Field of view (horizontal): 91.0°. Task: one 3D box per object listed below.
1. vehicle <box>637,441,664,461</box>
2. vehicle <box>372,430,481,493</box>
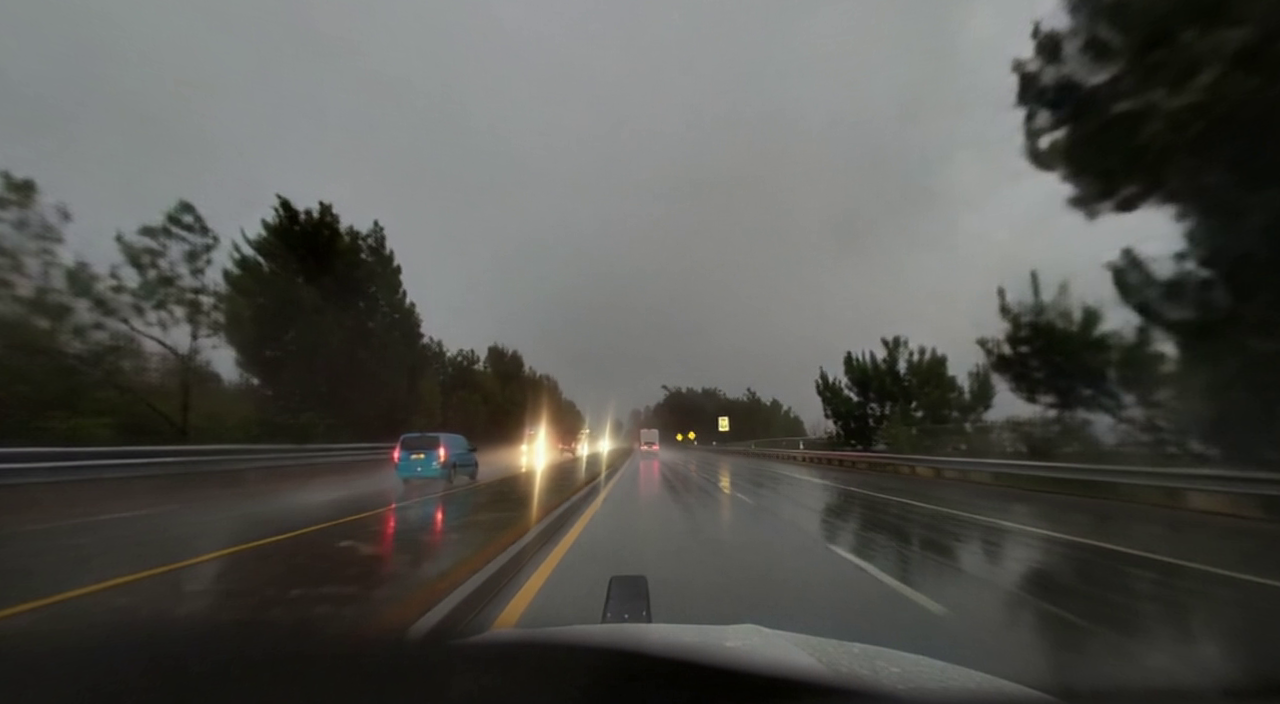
[{"bbox_3d":[0.855,7.798,49.658,2.061,1.469,3.782,0,-8,1],"label":"vehicle"},{"bbox_3d":[-7.059,3.663,21.399,2.068,1.897,4.372,0,-8,1],"label":"vehicle"}]
